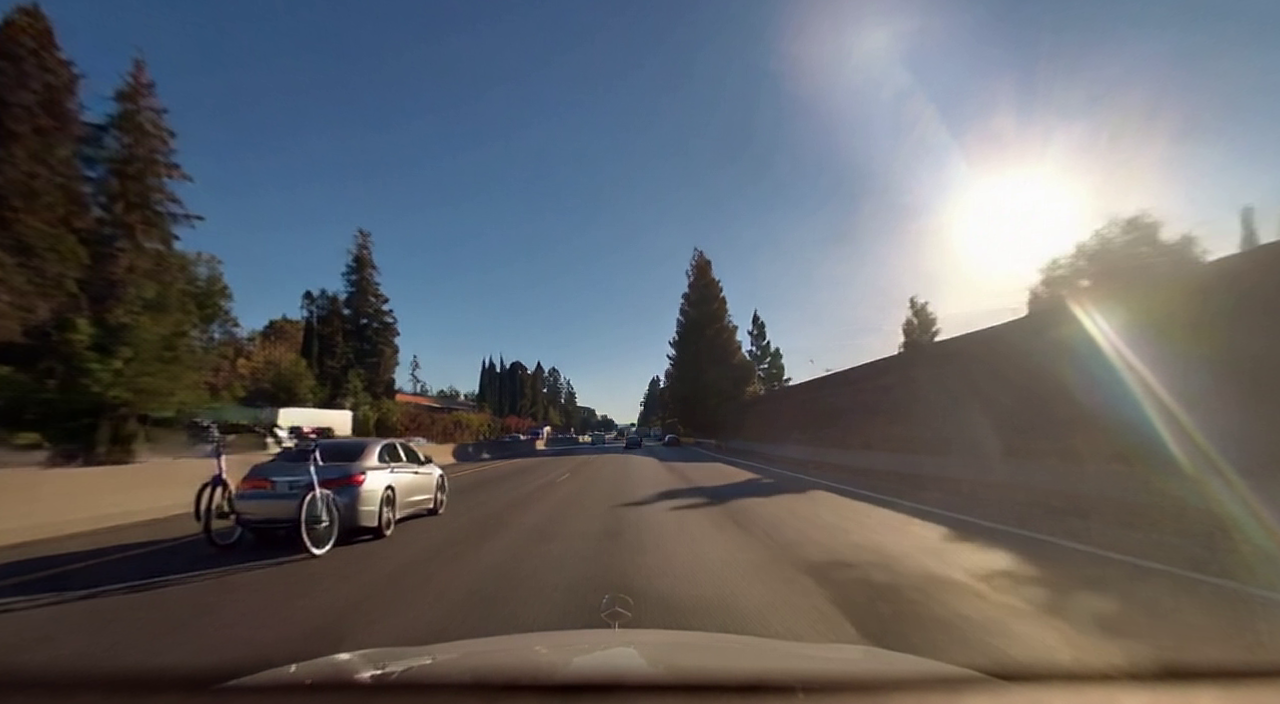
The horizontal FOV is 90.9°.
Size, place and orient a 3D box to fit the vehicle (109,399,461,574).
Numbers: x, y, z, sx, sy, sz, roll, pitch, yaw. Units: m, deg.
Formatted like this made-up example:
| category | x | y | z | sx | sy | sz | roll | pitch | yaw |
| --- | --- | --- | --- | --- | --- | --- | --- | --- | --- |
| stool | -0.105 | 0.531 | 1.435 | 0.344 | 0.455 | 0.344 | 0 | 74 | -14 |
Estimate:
| category | x | y | z | sx | sy | sz | roll | pitch | yaw |
| --- | --- | --- | --- | --- | --- | --- | --- | --- | --- |
| vehicle | -4.001 | 1.572 | 8.239 | 2.064 | 1.647 | 4.381 | 0 | -8 | 0 |
